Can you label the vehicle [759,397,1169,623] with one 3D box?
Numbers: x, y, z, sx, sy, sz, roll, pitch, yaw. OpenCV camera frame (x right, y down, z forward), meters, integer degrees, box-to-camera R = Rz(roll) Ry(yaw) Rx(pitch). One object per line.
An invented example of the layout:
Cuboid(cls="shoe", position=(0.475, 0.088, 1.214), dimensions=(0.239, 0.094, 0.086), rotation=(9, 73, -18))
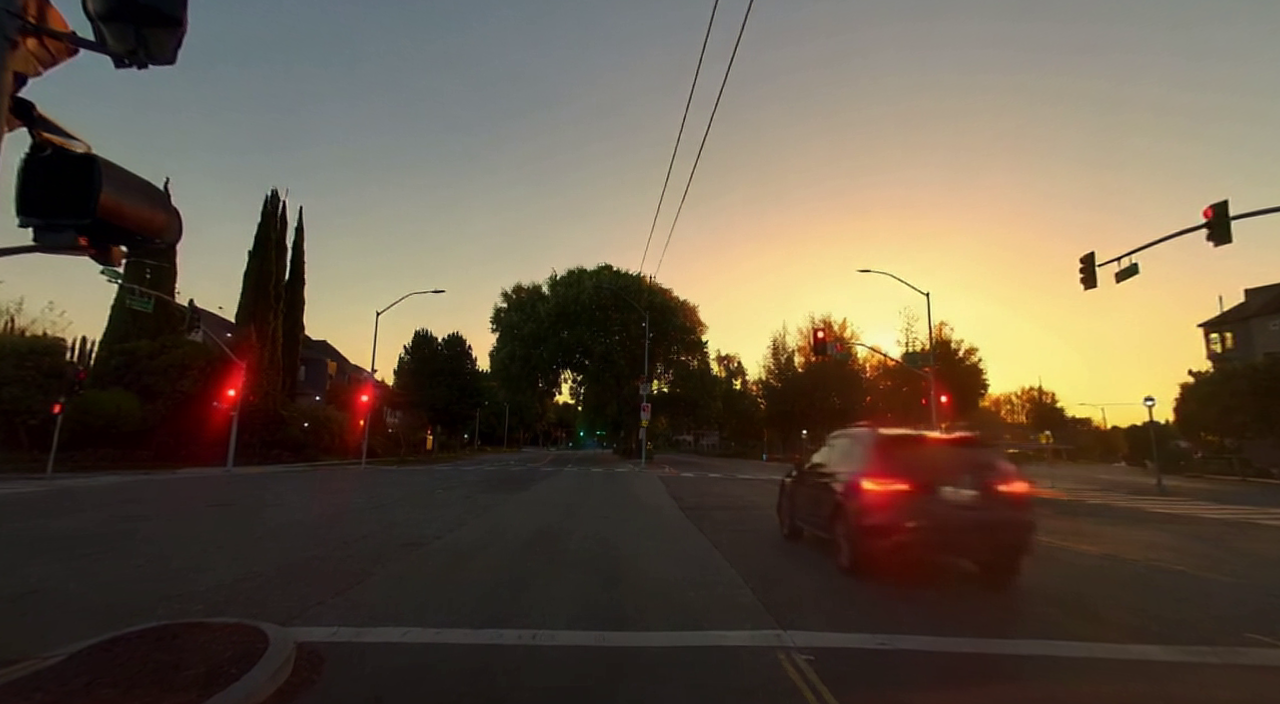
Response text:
Cuboid(cls="vehicle", position=(2.922, 1.554, 7.244), dimensions=(2.150, 1.706, 4.754), rotation=(0, -8, 0))
